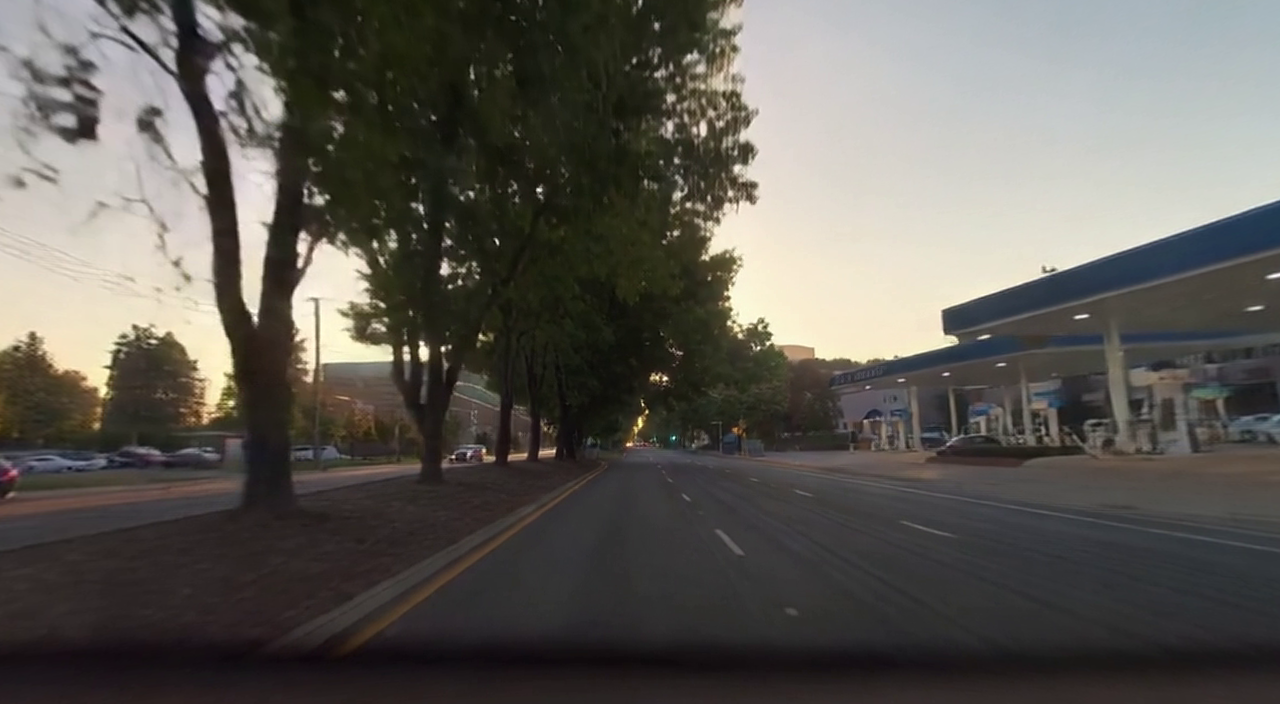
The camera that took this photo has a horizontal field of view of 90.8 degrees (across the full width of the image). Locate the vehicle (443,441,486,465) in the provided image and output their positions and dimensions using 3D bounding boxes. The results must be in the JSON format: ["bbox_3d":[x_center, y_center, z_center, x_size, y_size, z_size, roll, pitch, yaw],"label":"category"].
[{"bbox_3d":[-12.373,7.200,44.902,1.861,1.616,4.077,0,-9,0],"label":"vehicle"}]
